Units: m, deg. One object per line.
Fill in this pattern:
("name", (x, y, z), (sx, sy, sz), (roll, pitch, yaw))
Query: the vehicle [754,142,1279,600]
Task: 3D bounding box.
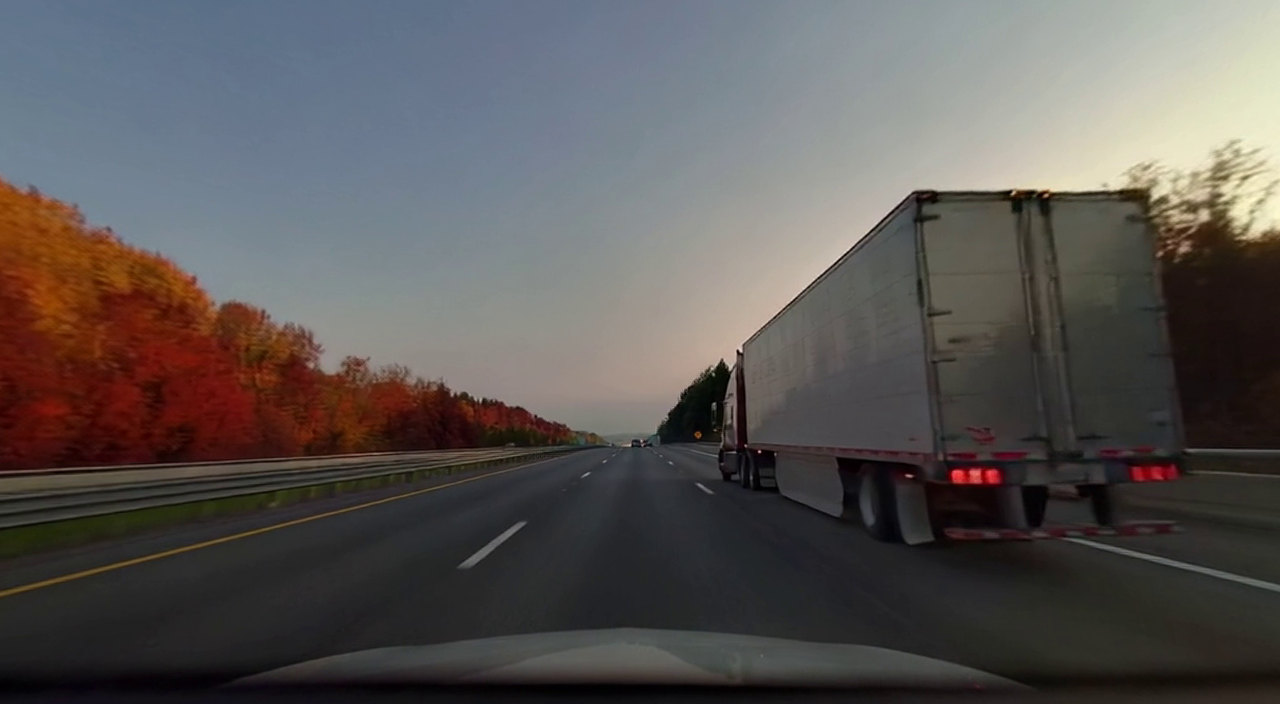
("vehicle", (4.357, 0.674, 9.676), (3.348, 3.847, 8.908), (0, -8, -1))
